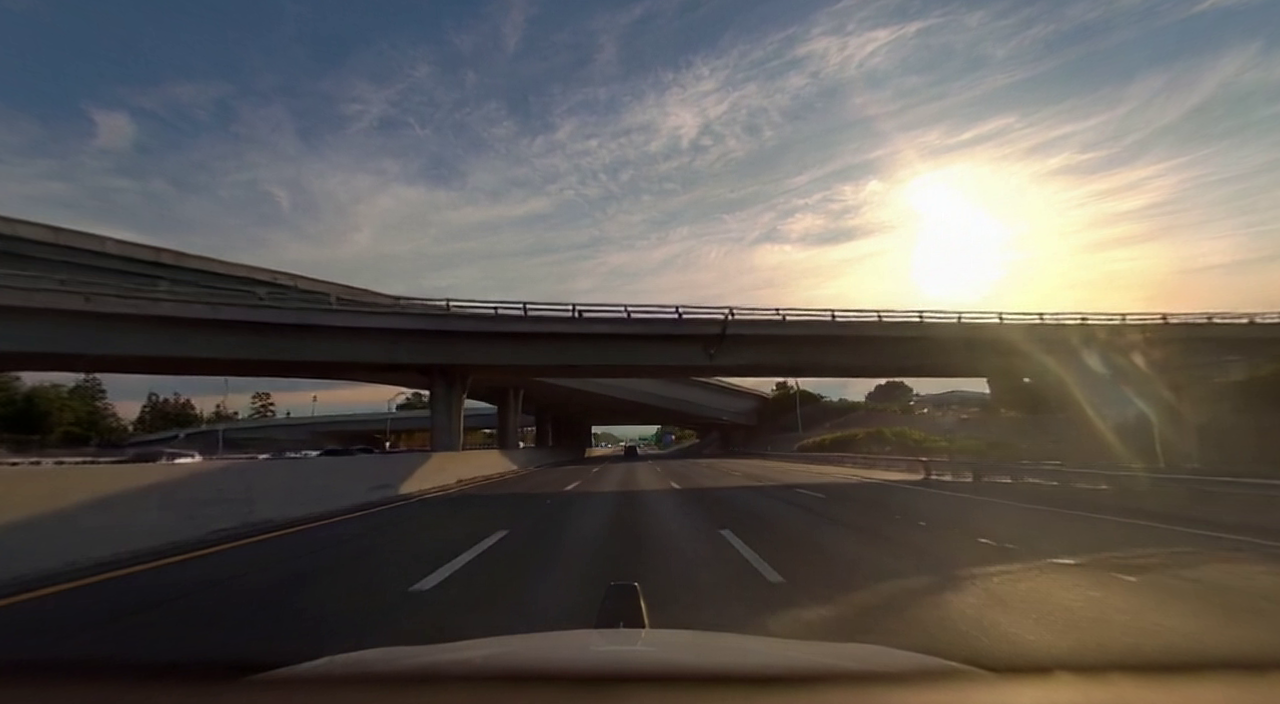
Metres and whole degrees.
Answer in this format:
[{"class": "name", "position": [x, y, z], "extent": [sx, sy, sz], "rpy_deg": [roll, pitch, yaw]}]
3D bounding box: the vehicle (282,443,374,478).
[{"class": "vehicle", "position": [-14.429, 5.033, 29.550], "extent": [1.931, 1.502, 4.616], "rpy_deg": [0, -9, 0]}]

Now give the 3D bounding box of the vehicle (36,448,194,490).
[{"class": "vehicle", "position": [-20.761, 4.612, 25.330], "extent": [2.312, 1.503, 4.691], "rpy_deg": [0, -9, 0]}]
